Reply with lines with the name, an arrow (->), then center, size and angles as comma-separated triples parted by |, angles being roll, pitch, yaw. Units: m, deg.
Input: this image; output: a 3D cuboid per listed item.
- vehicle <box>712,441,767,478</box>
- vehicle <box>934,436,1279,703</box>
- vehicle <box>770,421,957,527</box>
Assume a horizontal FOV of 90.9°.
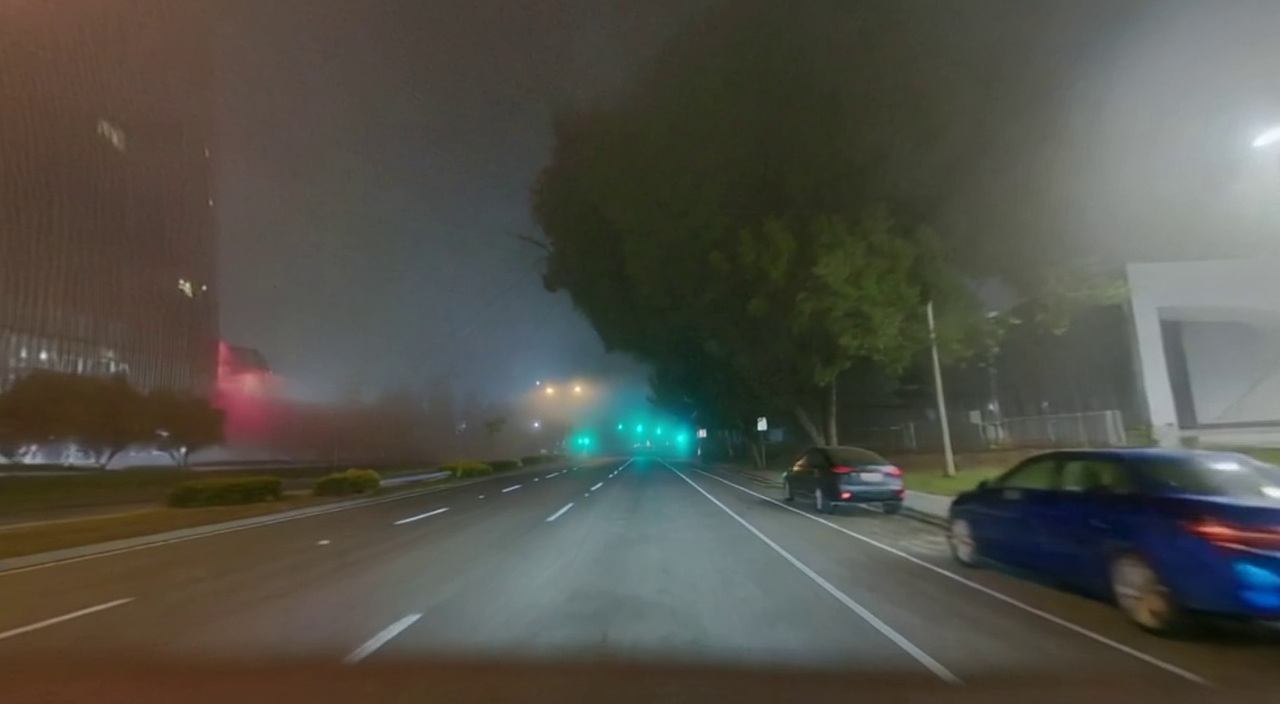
vehicle -> 4.895, 5.332, 31.601 | 1.987, 1.718, 4.698 | 0, -8, 0
vehicle -> 4.407, 1.433, 5.093 | 1.865, 1.457, 4.689 | 0, -8, 1
vehicle -> 4.442, 2.517, 13.606 | 2.198, 1.834, 4.963 | 0, -8, 0
